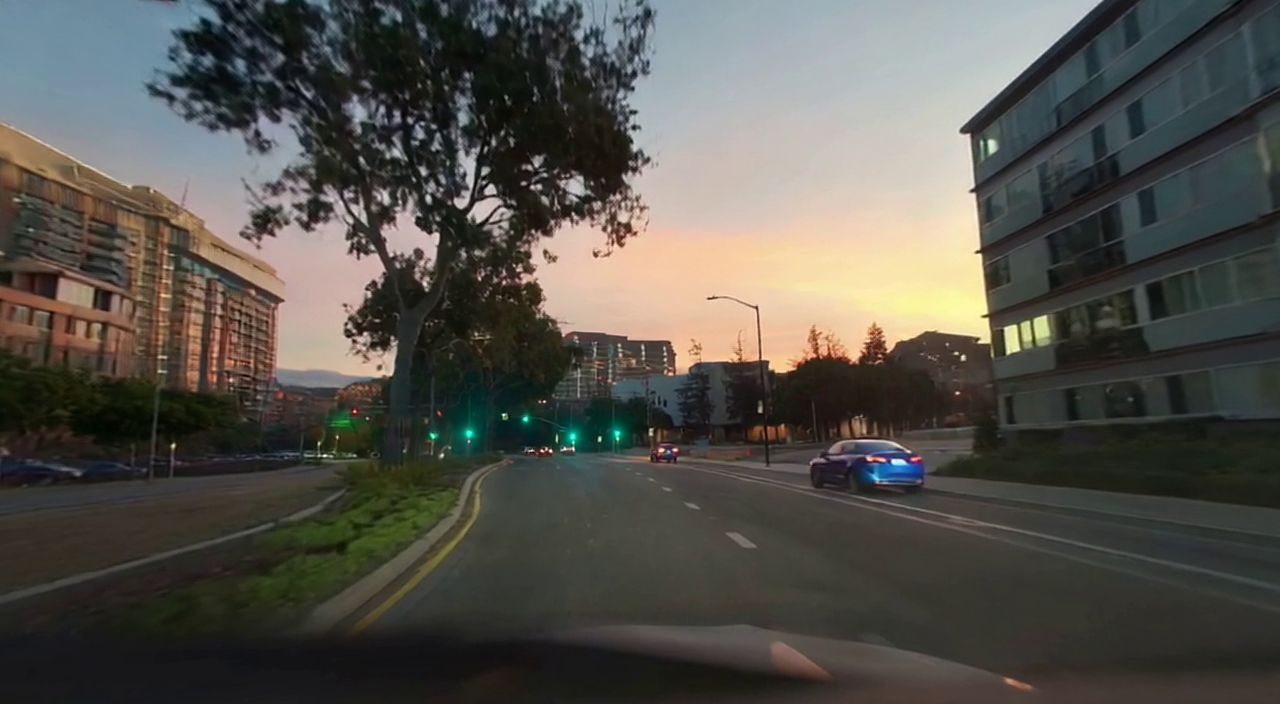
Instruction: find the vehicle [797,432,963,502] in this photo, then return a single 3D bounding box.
[{"bbox_3d":[5.816,2.831,16.203,1.984,1.479,5.102,1,-8,-4],"label":"vehicle"}]
